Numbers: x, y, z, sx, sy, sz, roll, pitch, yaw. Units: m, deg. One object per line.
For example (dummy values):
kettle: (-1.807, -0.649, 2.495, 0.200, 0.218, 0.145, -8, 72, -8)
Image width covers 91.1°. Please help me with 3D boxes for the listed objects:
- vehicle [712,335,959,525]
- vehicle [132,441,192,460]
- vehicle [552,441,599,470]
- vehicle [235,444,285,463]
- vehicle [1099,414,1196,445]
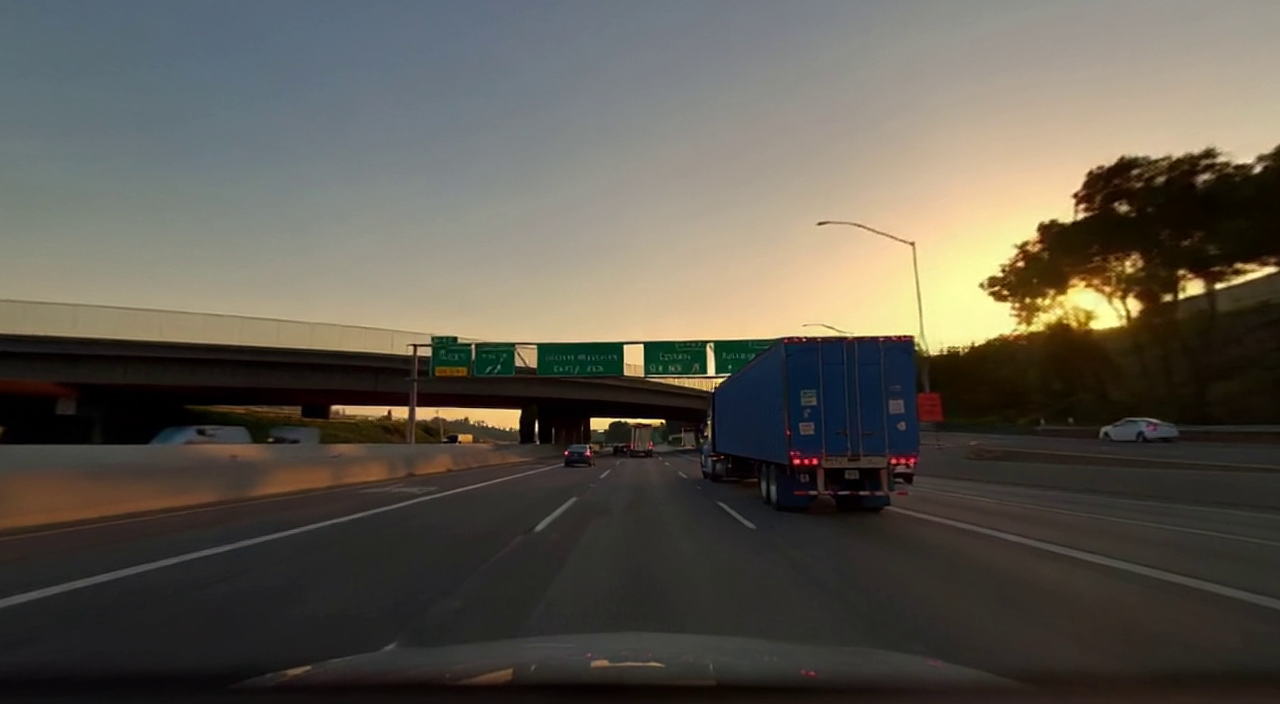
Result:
vehicle: (4.075, 2.146, 16.549, 3.049, 3.395, 10.595, 0, -8, 0)
vehicle: (-37.530, 7.737, 49.369, 1.855, 1.448, 3.597, 1, -9, -1)
vehicle: (-3.607, 5.932, 36.072, 2.143, 1.529, 4.918, 0, -9, 1)
vehicle: (-29.633, 7.897, 49.029, 1.656, 1.396, 3.537, 0, -8, 0)
vehicle: (28.647, 4.417, 35.612, 1.928, 1.603, 4.315, 1, -7, 0)
